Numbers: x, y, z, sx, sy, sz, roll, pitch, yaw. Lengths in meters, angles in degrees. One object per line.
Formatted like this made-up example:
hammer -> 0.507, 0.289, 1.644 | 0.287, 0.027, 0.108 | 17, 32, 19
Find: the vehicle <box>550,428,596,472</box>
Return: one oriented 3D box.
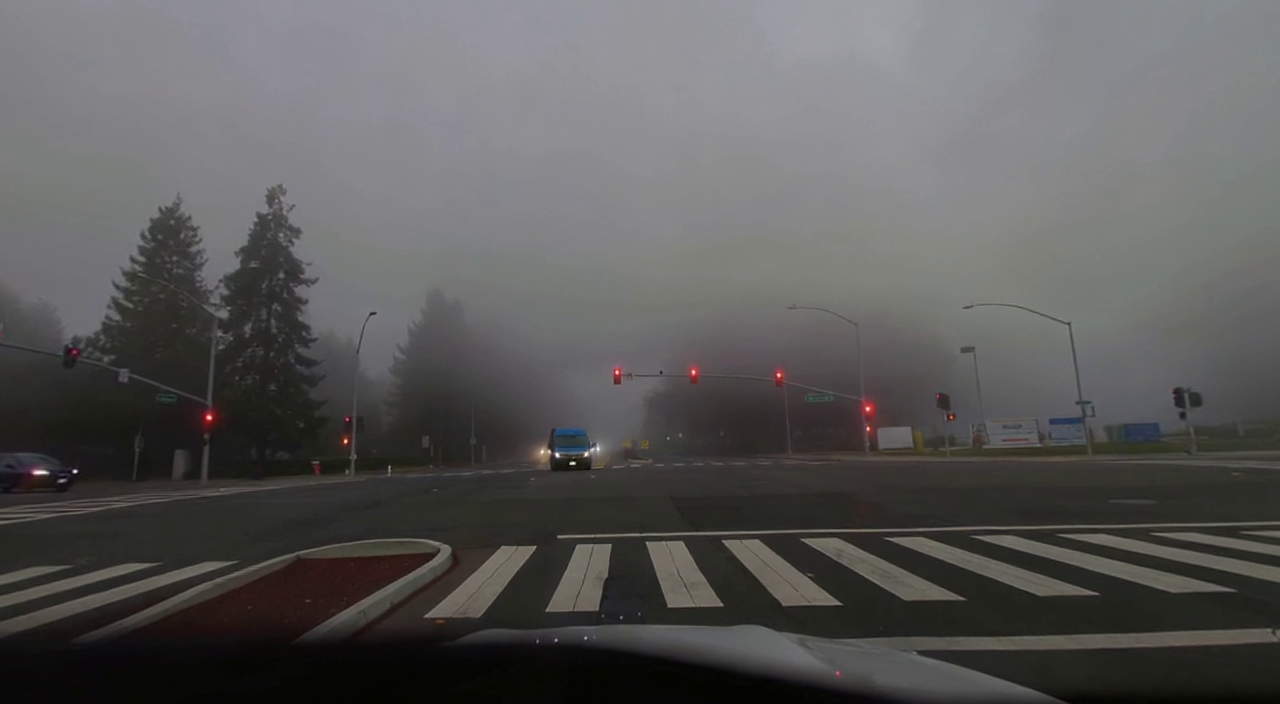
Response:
vehicle -> -4.045, 5.756, 37.343 | 2.465, 2.404, 5.791 | 1, -8, -8
